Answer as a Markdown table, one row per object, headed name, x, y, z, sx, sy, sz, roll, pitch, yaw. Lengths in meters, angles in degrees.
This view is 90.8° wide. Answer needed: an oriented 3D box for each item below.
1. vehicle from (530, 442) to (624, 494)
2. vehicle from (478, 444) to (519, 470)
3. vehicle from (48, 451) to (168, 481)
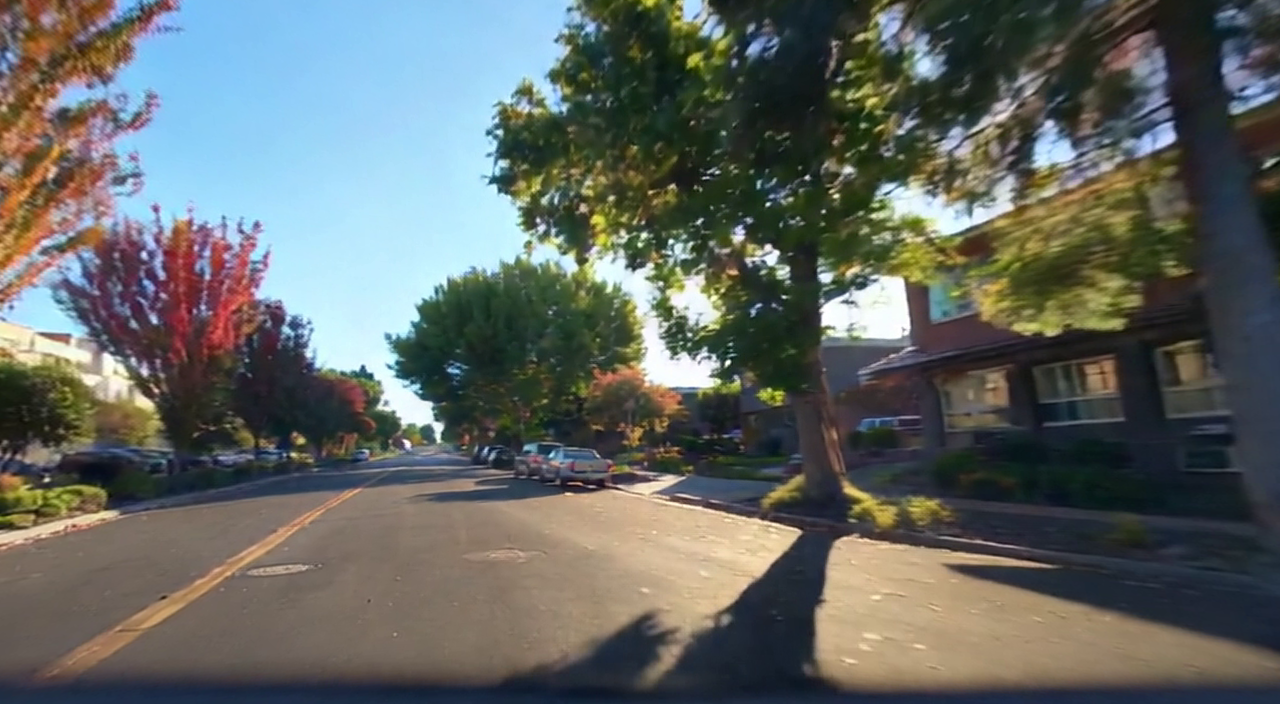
| name | x | y | z | sx | sy | sz | roll | pitch | yaw |
| --- | --- | --- | --- | --- | --- | --- | --- | --- | --- |
| vehicle | -2.313 | 3.885 | 21.730 | 1.933 | 1.528 | 5.006 | 3 | -9 | -21 |
| vehicle | -9.497 | 6.954 | 42.138 | 1.952 | 1.538 | 5.215 | 3 | -9 | -20 |
| vehicle | -27.826 | 5.952 | 33.140 | 4.491 | 1.455 | 1.959 | 0 | -8 | -1 |
